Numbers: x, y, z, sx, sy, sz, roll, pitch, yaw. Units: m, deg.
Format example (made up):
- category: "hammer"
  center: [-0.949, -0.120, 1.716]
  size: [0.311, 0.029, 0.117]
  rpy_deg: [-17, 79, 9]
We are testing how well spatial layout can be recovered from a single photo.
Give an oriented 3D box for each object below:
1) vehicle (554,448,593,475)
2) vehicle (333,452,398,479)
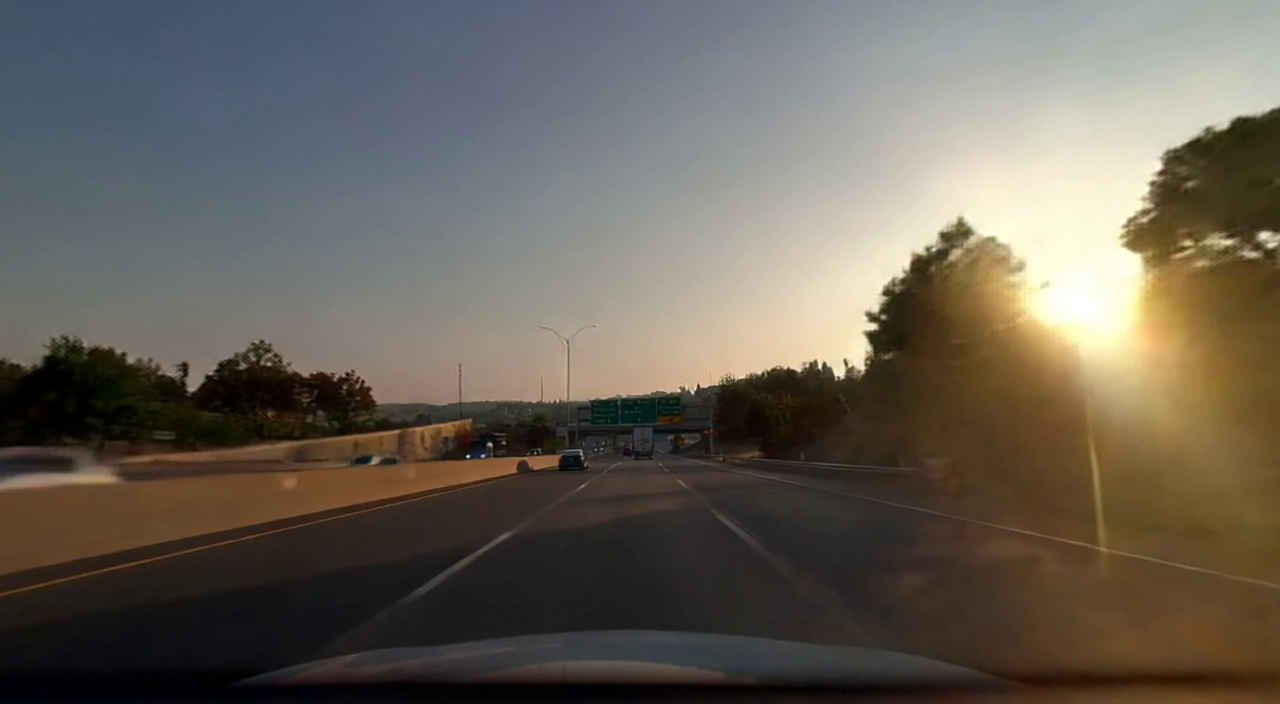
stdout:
- category: "vehicle"
  center: [-3.868, 6.464, 37.435]
  size: [1.886, 1.465, 4.119]
  rpy_deg: [0, -9, 0]
- category: "vehicle"
  center: [-16.803, 6.950, 38.826]
  size: [1.938, 1.530, 4.463]
  rpy_deg: [0, -9, 1]
